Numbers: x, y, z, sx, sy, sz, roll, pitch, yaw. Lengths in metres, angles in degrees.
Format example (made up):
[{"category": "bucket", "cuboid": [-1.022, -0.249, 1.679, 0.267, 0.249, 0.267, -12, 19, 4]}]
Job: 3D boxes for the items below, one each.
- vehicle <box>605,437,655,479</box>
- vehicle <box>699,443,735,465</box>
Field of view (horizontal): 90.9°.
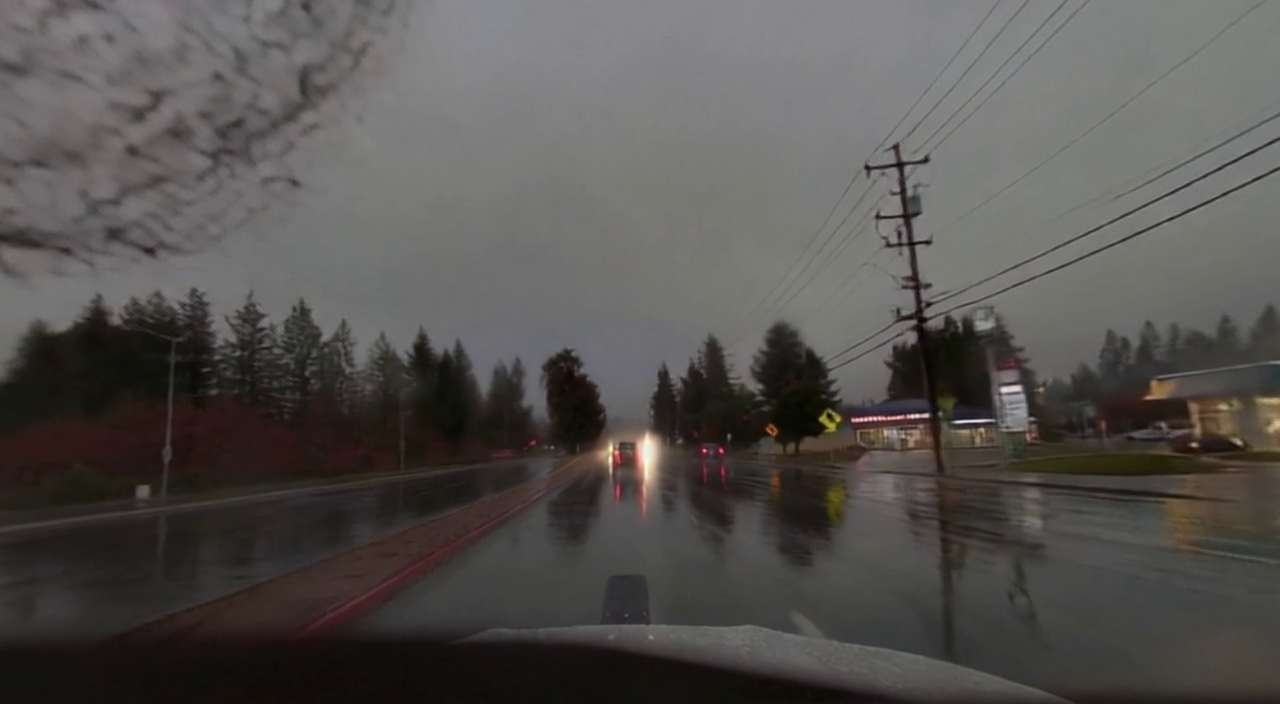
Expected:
[{"category": "vehicle", "cuboid": [-0.571, 5.084, 30.531, 2.141, 1.842, 4.889, 0, -8, -4]}, {"category": "vehicle", "cuboid": [5.318, 7.070, 43.849, 1.760, 1.481, 4.161, 0, -8, -3]}]
